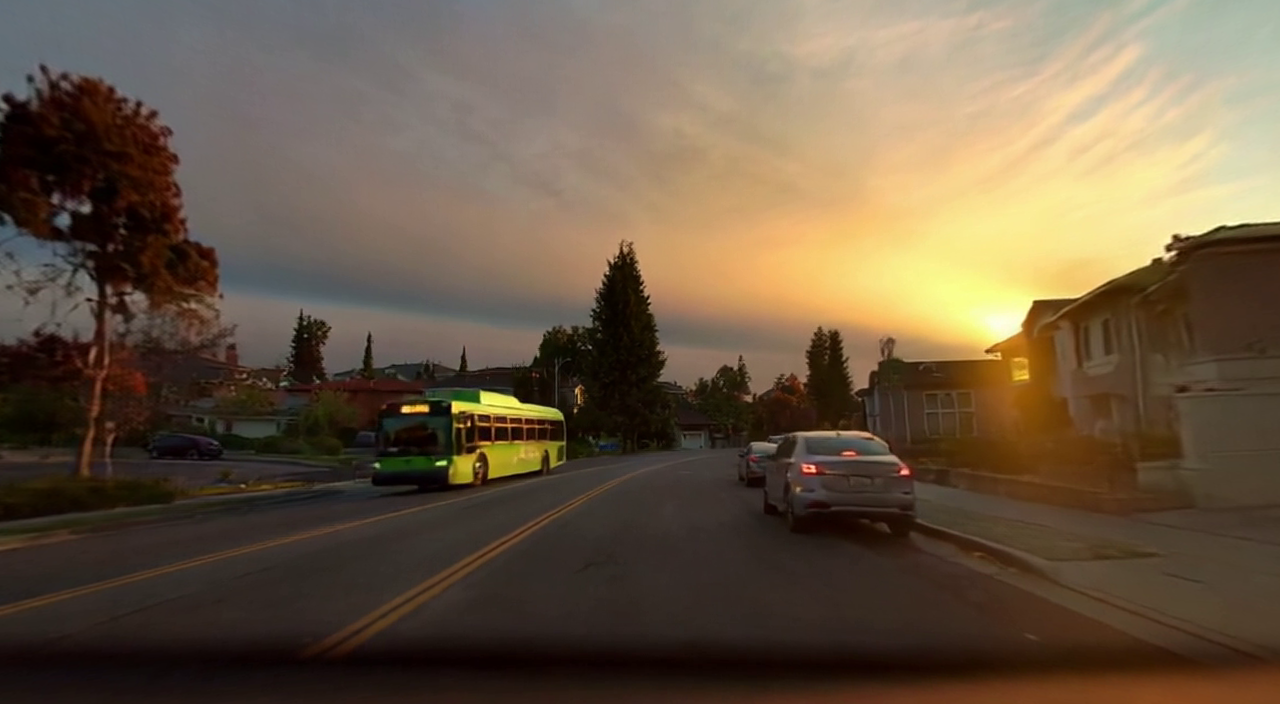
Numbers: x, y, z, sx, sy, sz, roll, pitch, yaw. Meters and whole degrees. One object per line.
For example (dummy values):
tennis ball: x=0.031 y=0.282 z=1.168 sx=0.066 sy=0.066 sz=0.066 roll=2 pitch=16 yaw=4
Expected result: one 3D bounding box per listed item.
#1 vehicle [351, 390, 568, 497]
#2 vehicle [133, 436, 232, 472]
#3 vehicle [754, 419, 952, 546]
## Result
vehicle: x=-6.176 y=3.711 z=25.500 sx=3.577 sy=3.168 sz=13.108 roll=-1 pitch=-9 yaw=7
vehicle: x=-24.087 y=5.379 z=33.488 sx=2.006 sy=1.766 sz=4.685 roll=1 pitch=-9 yaw=-5
vehicle: x=3.089 y=1.974 z=10.158 sx=1.984 sy=1.601 sz=3.994 roll=-1 pitch=-9 yaw=3
